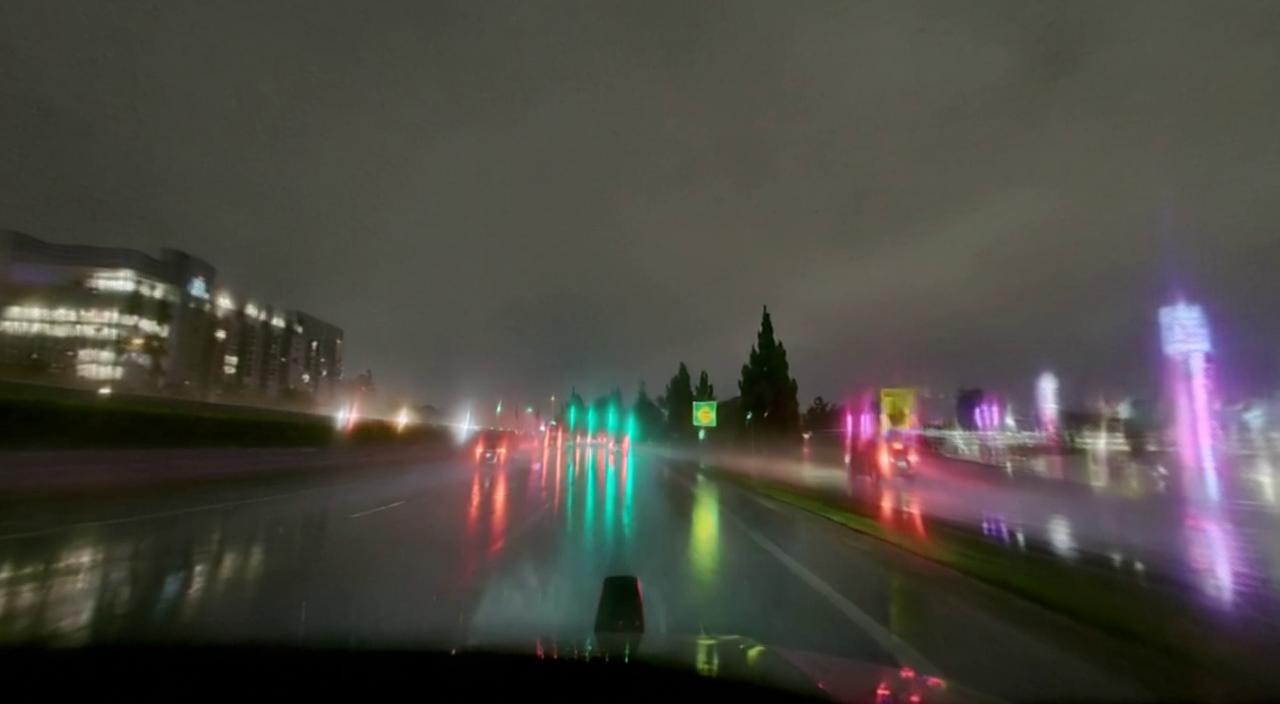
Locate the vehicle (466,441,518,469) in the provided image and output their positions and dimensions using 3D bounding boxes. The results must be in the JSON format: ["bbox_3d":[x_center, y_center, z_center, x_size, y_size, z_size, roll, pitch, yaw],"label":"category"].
[{"bbox_3d":[-8.372,5.854,36.156,2.009,1.454,4.250,0,-9,-1],"label":"vehicle"}]

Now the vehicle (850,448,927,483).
[{"bbox_3d":[13.739,6.269,35.194,2.023,1.782,4.193,1,-9,-10],"label":"vehicle"}]

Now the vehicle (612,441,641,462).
[{"bbox_3d":[-1.065,7.349,46.746,2.038,1.414,4.357,0,-9,-2],"label":"vehicle"}]
